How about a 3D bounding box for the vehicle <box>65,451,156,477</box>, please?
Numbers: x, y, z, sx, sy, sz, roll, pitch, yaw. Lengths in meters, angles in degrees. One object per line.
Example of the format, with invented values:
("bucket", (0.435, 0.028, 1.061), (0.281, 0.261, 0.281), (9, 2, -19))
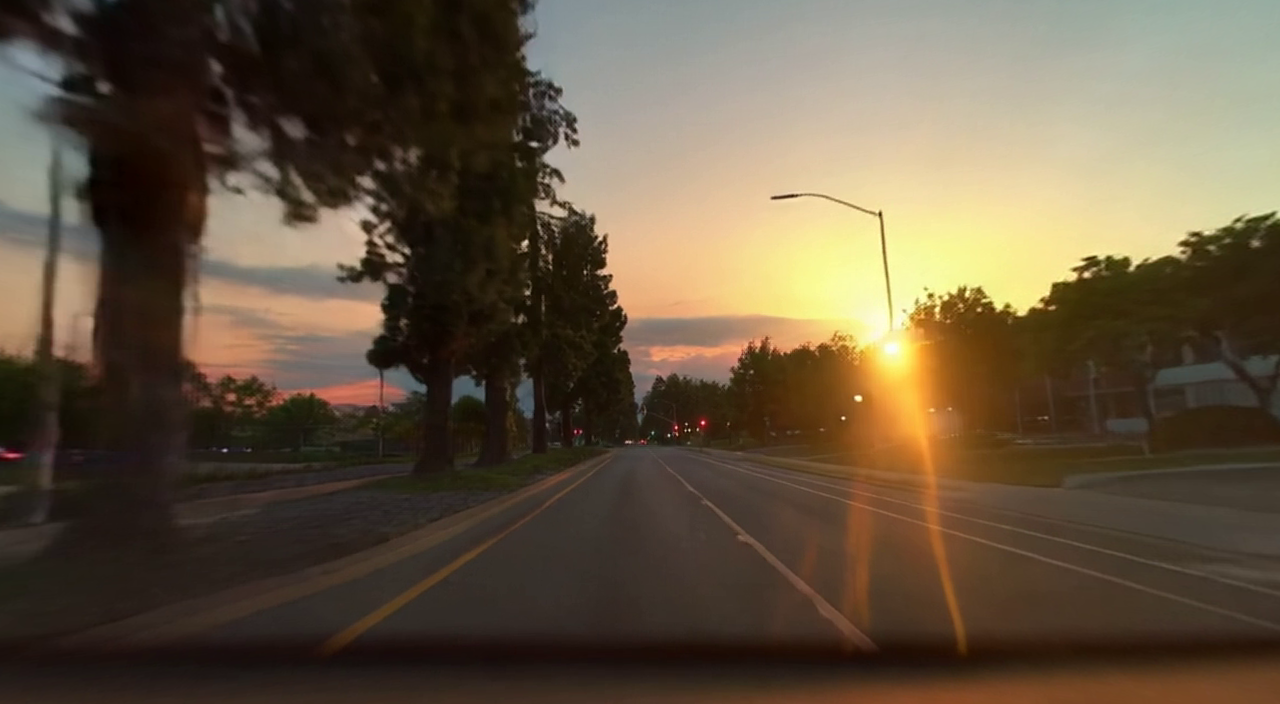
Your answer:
("vehicle", (-37.752, 8.001, 45.128), (4.648, 1.491, 1.939), (-3, -8, -5))
